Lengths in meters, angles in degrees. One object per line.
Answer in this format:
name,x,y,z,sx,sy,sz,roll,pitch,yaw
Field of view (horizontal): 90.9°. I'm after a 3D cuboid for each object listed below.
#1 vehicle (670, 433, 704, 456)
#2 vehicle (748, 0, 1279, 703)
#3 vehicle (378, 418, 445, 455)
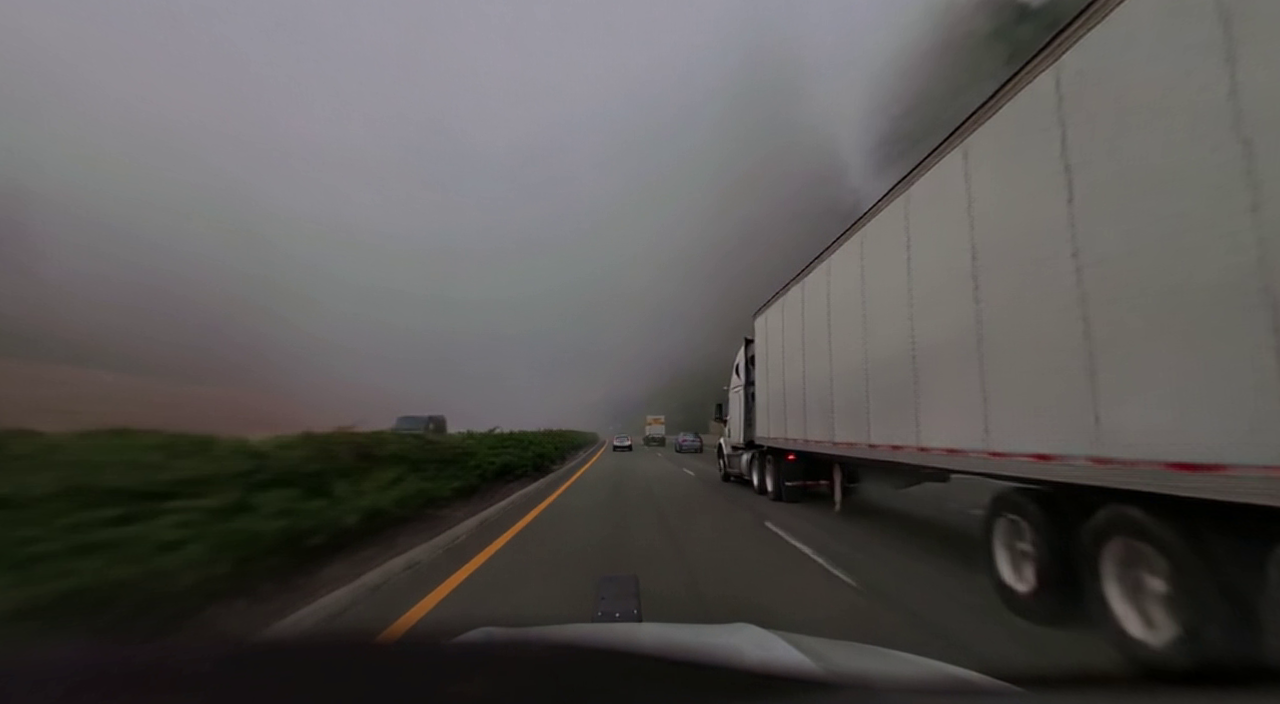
vehicle,3.147,6.271,42.811,1.813,1.454,4.197,0,-7,-2
vehicle,4.158,0.241,7.546,2.965,4.033,14.299,0,-7,-1
vehicle,-13.186,4.911,36.740,2.066,1.982,5.059,0,-7,-1
